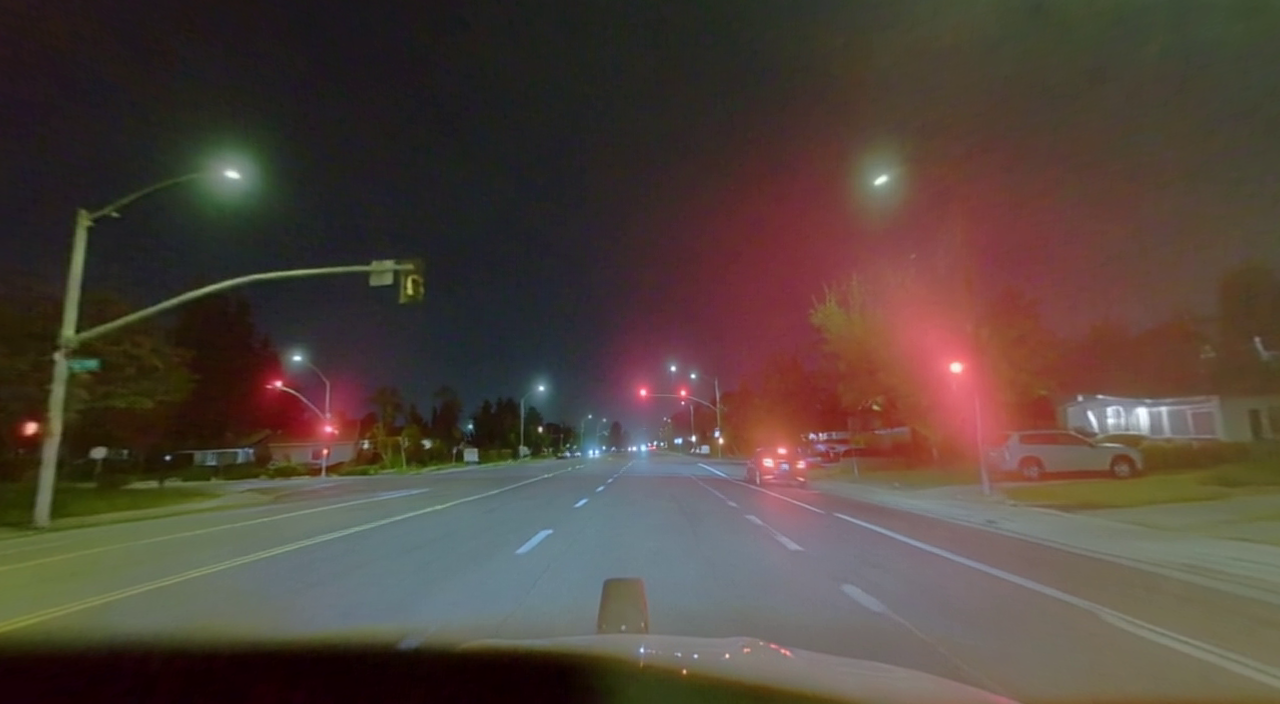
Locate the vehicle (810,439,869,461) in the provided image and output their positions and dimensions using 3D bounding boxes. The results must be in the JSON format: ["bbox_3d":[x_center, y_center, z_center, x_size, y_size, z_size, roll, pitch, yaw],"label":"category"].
[{"bbox_3d":[14.918,7.346,47.239,3.769,1.598,1.987,0,-9,2],"label":"vehicle"}]

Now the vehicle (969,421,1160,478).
[{"bbox_3d":[13.379,3.115,20.136,4.474,1.710,2.148,0,-9,1],"label":"vehicle"}]

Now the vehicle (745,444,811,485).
[{"bbox_3d":[5.734,4.710,26.669,1.950,1.567,4.083,0,-9,1],"label":"vehicle"}]
